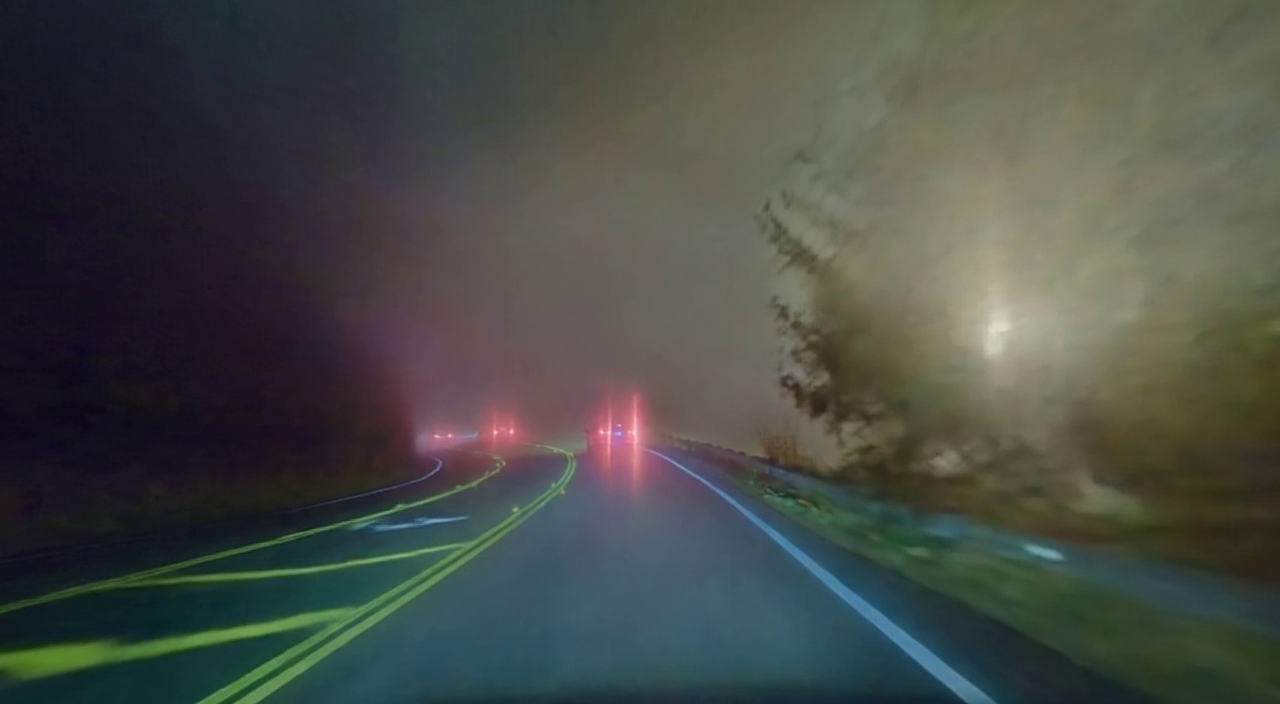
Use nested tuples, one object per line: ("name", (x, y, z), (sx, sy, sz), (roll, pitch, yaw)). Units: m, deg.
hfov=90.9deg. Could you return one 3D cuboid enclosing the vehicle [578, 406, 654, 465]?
("vehicle", (-1.176, 3.501, 26.252), (2.500, 1.961, 5.637), (-5, -8, -8))
